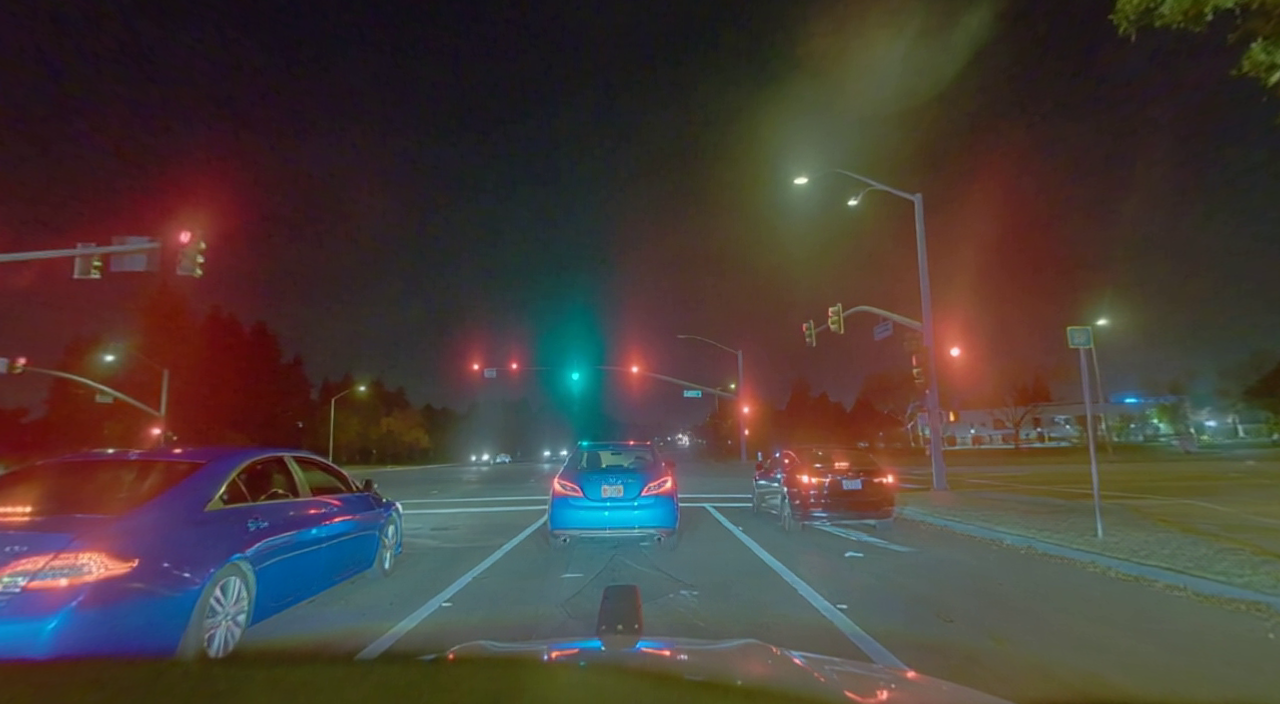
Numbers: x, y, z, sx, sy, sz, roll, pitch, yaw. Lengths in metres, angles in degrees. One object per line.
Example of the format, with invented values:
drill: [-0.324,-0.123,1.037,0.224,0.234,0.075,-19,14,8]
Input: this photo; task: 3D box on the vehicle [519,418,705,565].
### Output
vehicle: [-0.345,1.826,8.962,2.038,1.599,3.844,0,-8,-1]

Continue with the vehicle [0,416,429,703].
vehicle: [-3.577,1.387,5.336,2.052,1.472,4.479,0,-8,0]

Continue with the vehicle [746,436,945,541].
vehicle: [3.274,2.255,11.160,1.970,1.449,4.433,0,-8,-1]
